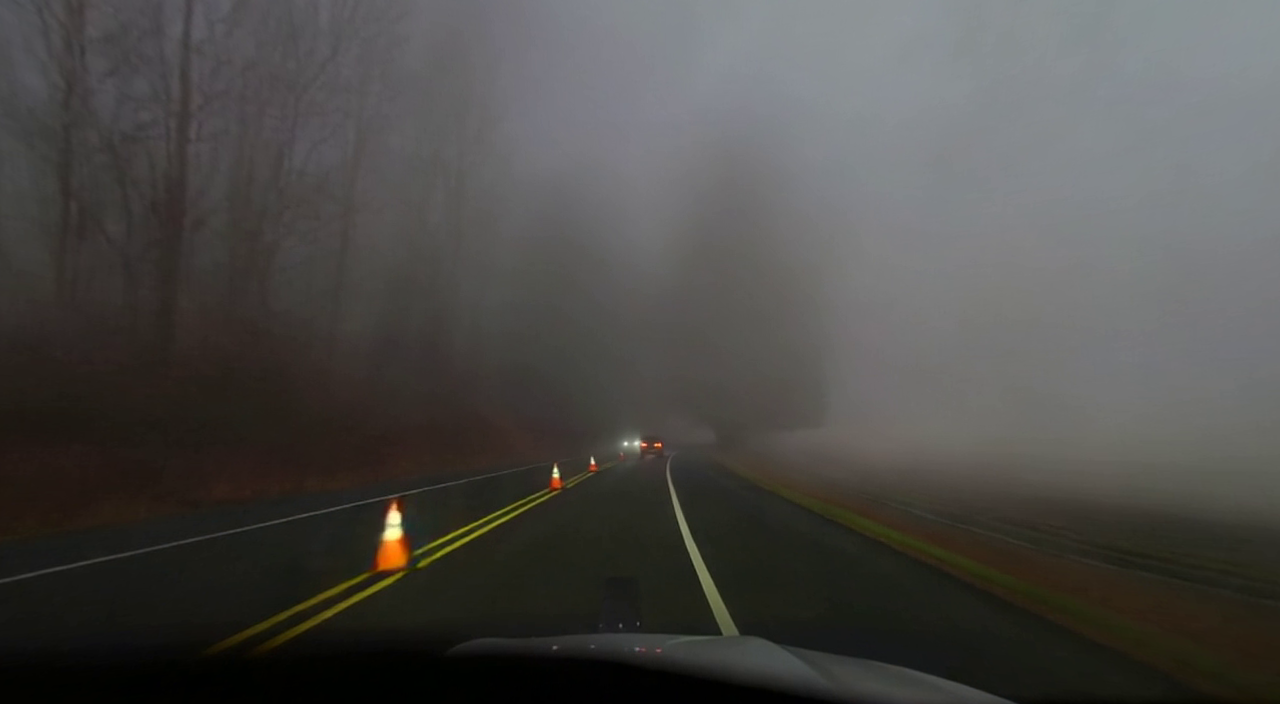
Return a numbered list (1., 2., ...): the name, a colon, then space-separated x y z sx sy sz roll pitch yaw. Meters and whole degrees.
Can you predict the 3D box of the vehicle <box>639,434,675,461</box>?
1. vehicle: 1.067 5.772 37.976 2.042 1.489 3.963 -1 -9 3
